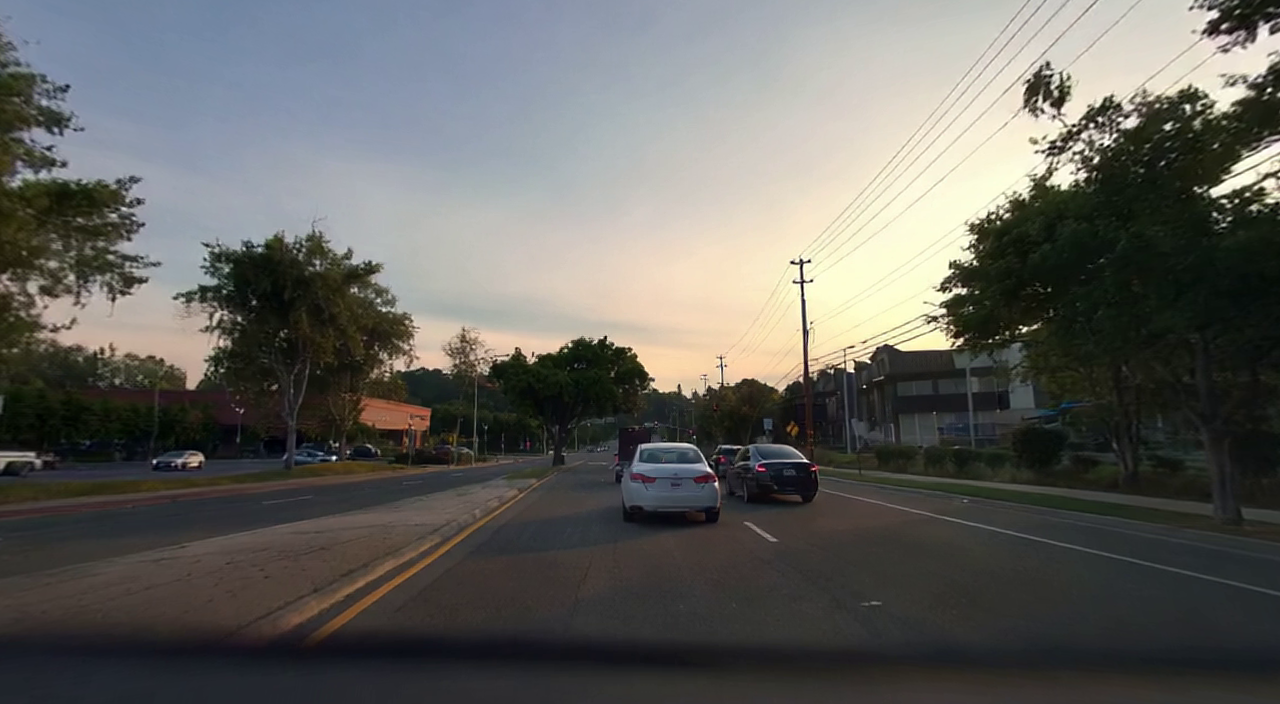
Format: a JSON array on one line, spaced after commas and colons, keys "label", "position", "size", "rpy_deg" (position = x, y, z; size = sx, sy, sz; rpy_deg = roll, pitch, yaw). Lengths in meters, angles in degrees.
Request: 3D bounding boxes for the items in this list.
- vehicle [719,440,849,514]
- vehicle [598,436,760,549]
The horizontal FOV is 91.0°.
[{"label": "vehicle", "position": [3.188, 2.844, 14.852], "size": [1.985, 1.489, 4.036], "rpy_deg": [0, -8, -2]}, {"label": "vehicle", "position": [0.453, 2.173, 10.429], "size": [2.144, 1.473, 4.028], "rpy_deg": [0, -8, -2]}]
